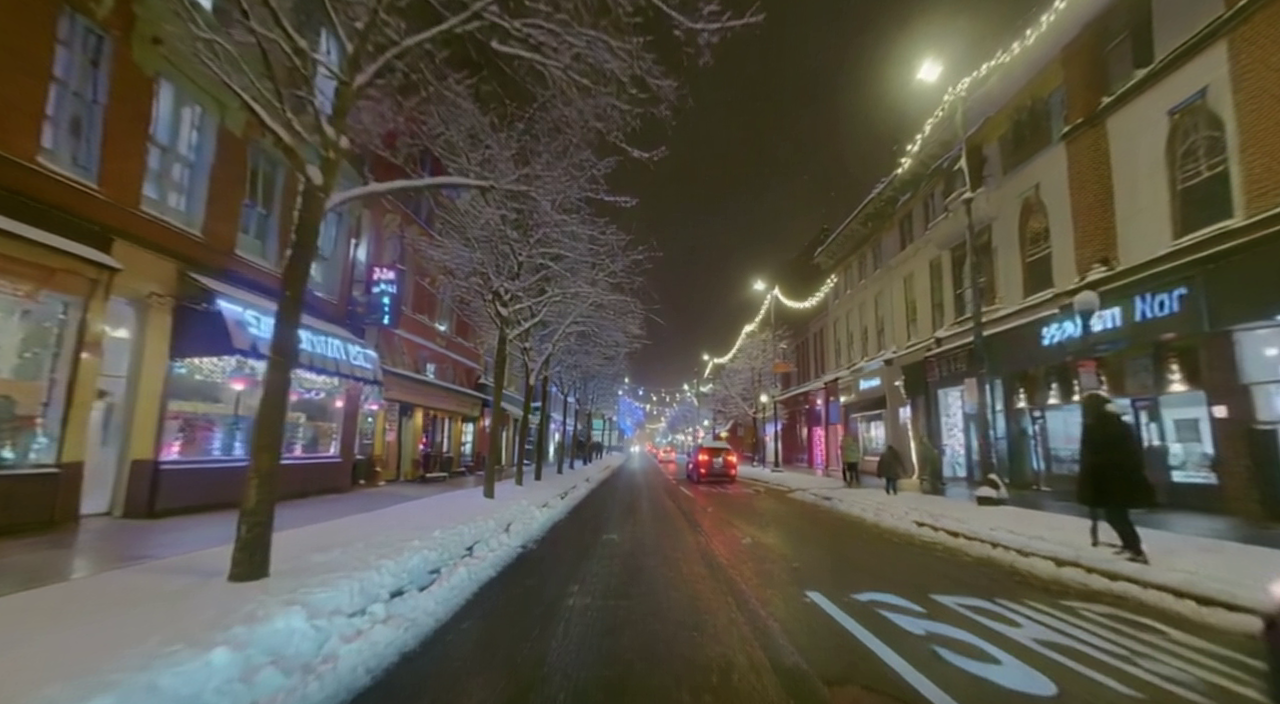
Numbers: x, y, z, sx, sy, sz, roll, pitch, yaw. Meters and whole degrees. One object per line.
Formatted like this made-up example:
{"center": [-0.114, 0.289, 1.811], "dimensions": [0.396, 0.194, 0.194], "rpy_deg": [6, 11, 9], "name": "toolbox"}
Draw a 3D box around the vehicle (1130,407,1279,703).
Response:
{"center": [3.492, 0.773, 0.967], "dimensions": [1.971, 1.559, 4.326], "rpy_deg": [0, -9, 0], "name": "vehicle"}
